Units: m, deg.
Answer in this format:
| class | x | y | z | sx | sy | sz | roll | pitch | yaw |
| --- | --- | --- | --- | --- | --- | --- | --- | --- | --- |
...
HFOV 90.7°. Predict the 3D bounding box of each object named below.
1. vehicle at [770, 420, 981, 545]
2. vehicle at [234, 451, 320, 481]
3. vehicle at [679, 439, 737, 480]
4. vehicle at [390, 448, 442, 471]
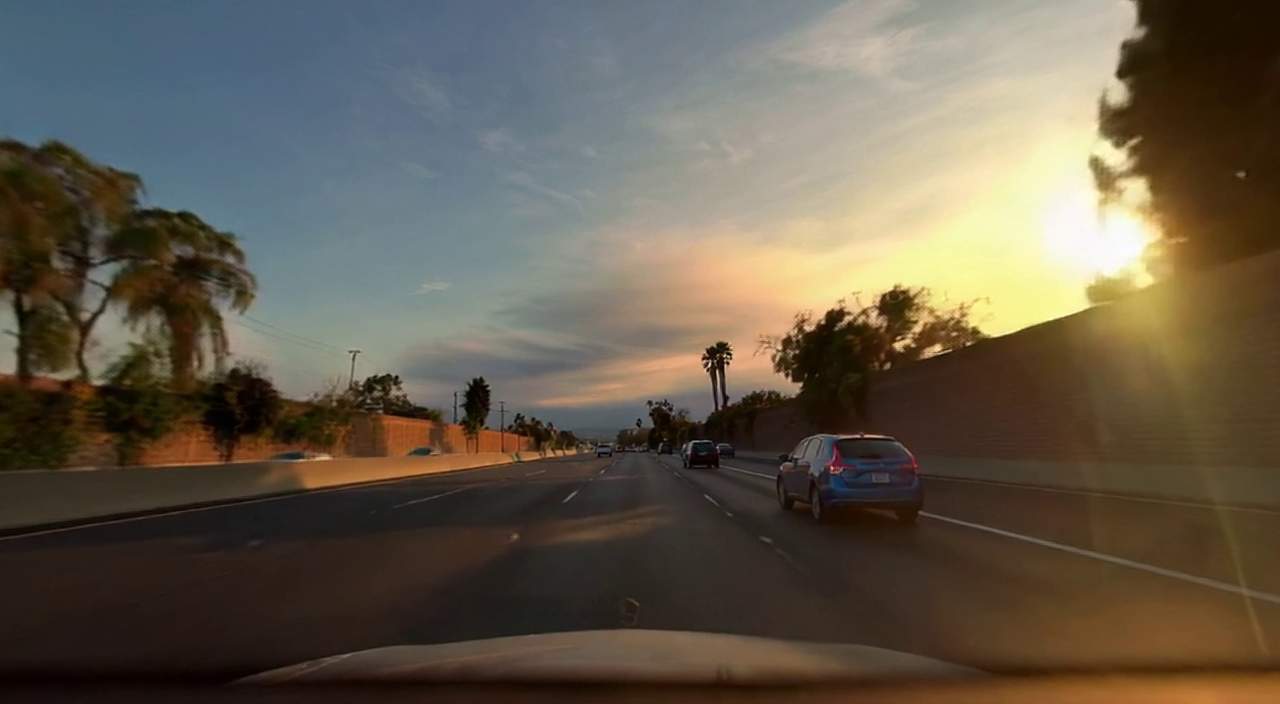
| class | x | y | z | sx | sy | sz | roll | pitch | yaw |
| --- | --- | --- | --- | --- | --- | --- | --- | --- | --- |
| vehicle | 3.663 | 2.109 | 10.828 | 1.910 | 1.696 | 4.187 | 0 | -9 | -1 |
| vehicle | -19.529 | 6.127 | 34.308 | 1.852 | 1.496 | 4.638 | 0 | -9 | 0 |
| vehicle | 2.962 | 4.823 | 28.665 | 2.045 | 1.688 | 4.313 | 0 | -9 | -2 |
| vehicle | -15.660 | 7.532 | 44.522 | 1.979 | 1.519 | 4.674 | 0 | -9 | 0 |
